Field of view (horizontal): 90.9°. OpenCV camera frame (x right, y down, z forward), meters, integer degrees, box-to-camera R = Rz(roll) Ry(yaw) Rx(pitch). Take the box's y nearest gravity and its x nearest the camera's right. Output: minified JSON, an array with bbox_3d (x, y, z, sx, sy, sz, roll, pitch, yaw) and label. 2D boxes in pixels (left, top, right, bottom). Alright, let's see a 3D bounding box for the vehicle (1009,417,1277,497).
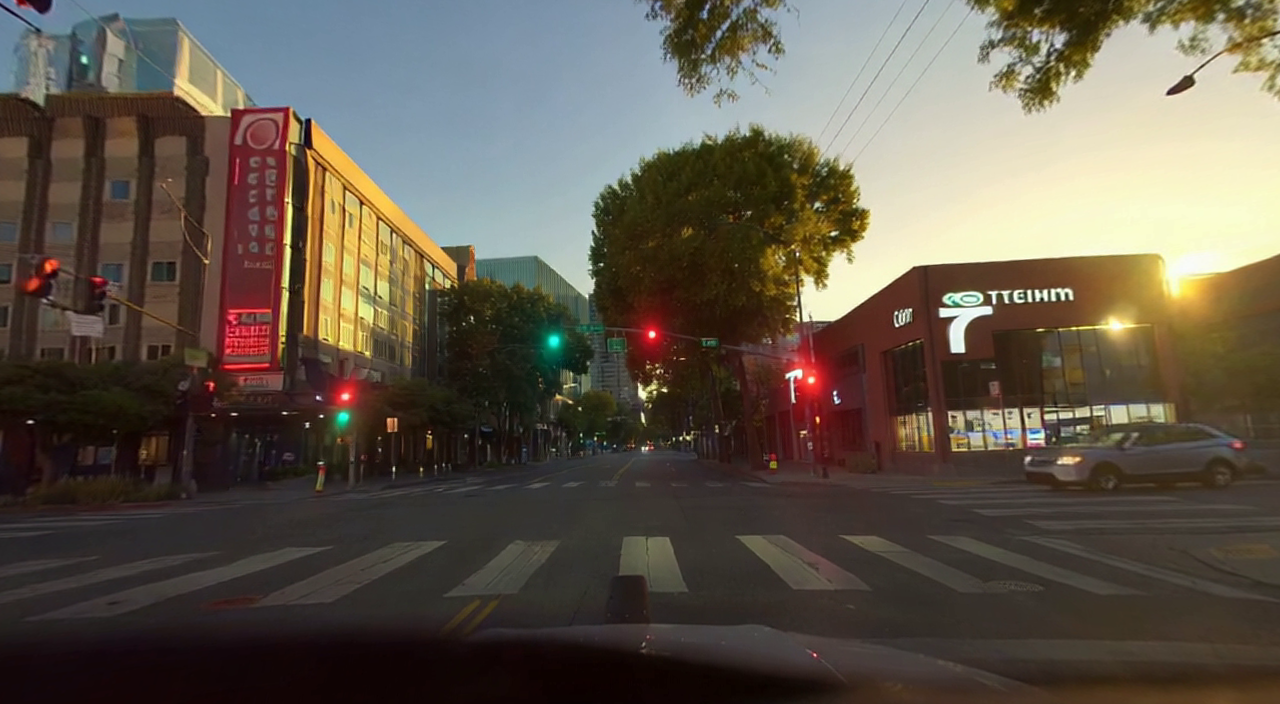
[{"bbox_3d":[12.159,2.562,15.518,4.836,1.795,1.957,0,-8,0],"label":"vehicle"}]
